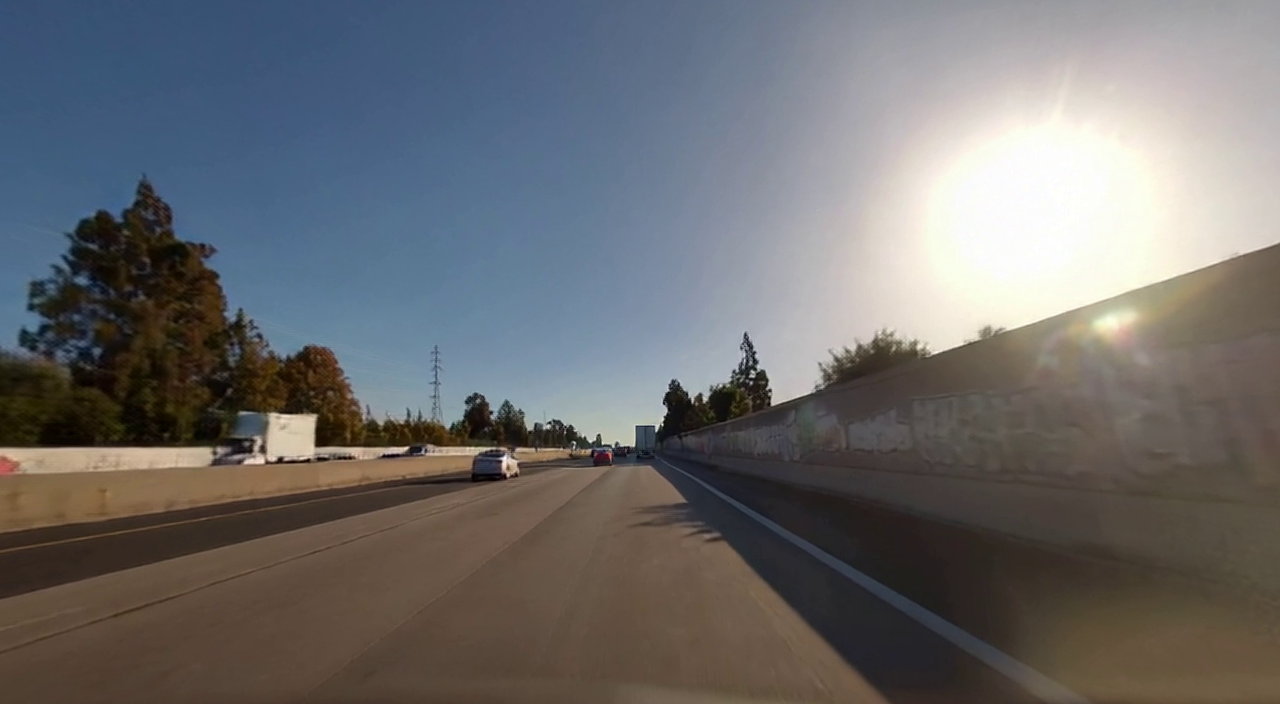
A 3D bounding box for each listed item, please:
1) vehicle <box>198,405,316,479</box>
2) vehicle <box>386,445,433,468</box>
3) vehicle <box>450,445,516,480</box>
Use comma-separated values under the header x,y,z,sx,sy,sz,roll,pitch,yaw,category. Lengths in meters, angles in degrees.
x,y,z,sx,sy,sz,roll,pitch,yaw,category
-22.090,5.296,36.833,2.933,3.916,5.954,0,-9,0,vehicle
-18.169,8.261,49.829,1.989,1.732,4.444,0,-9,1,vehicle
-6.746,4.778,27.391,2.027,1.431,3.033,0,-9,0,vehicle
